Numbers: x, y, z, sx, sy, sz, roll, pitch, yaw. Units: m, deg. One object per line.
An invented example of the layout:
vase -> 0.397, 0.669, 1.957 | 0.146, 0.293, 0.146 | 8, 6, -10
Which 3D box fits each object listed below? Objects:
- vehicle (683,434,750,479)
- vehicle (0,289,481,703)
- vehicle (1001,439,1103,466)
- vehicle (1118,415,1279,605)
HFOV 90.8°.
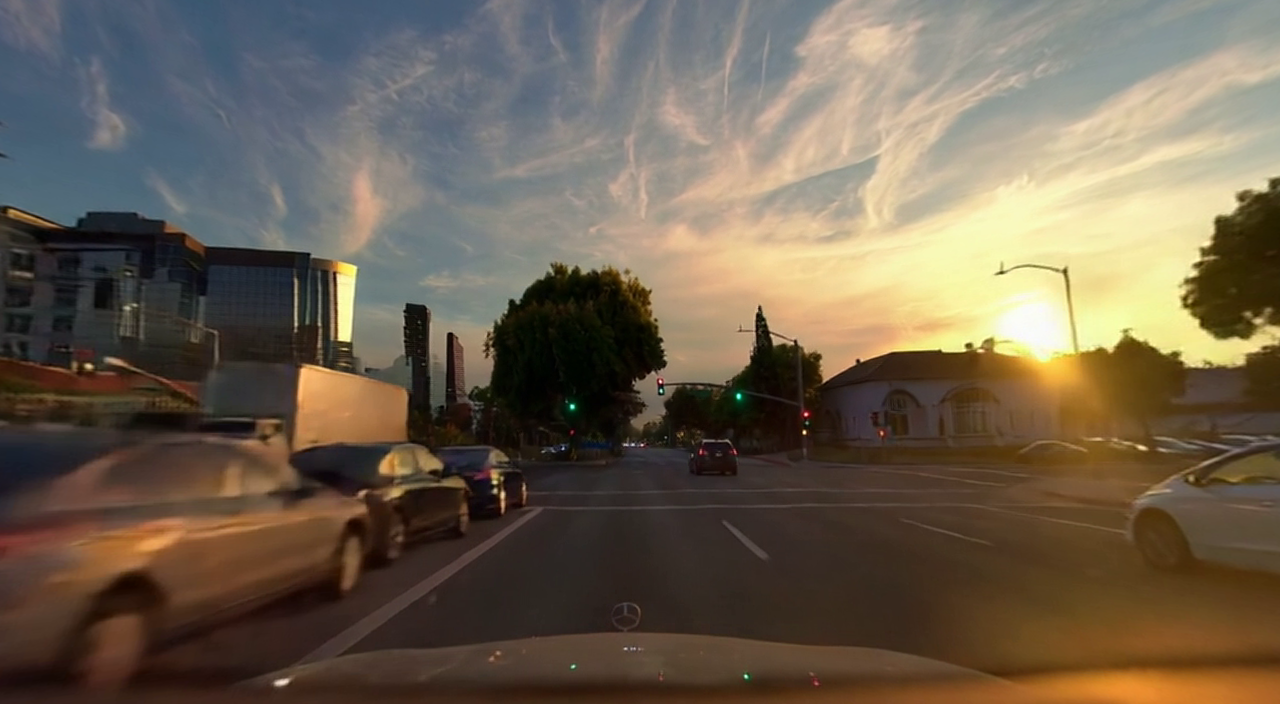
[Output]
vehicle -> 3.170, 4.452, 27.173 | 2.095, 1.759, 4.862 | 0, -9, -2
vehicle -> -2.987, 1.098, 4.300 | 2.313, 1.752, 6.152 | 0, -9, -1
vehicle -> 23.318, 5.698, 35.872 | 4.411, 1.464, 1.938 | 0, -9, -1
vehicle -> 6.495, 1.288, 5.000 | 2.000, 1.618, 4.238 | 0, -9, -1
